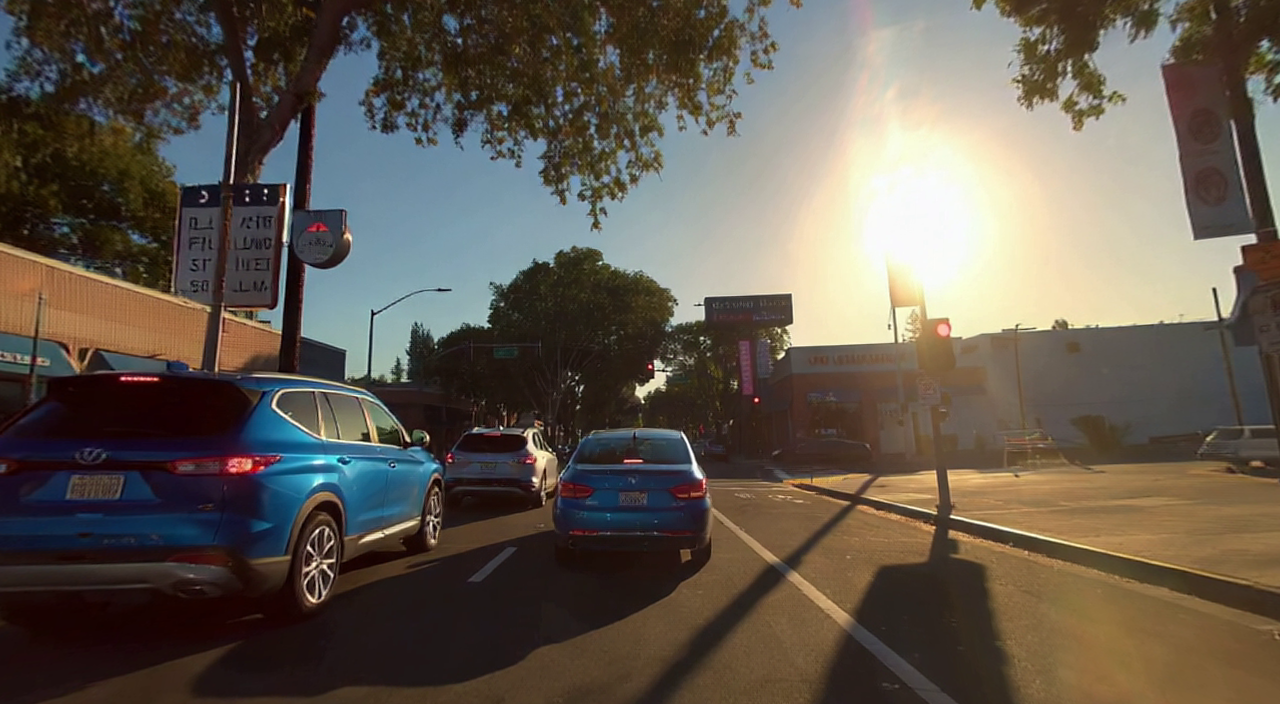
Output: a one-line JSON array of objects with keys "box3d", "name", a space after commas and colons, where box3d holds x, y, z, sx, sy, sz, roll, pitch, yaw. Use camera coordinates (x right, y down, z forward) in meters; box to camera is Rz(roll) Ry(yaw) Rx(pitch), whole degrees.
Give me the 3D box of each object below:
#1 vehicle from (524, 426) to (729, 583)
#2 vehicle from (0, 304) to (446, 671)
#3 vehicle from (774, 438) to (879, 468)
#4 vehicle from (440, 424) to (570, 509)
[{"box3d": [-0.160, 1.777, 8.174, 1.966, 1.481, 4.146, 0, -8, -1], "name": "vehicle"}, {"box3d": [-3.811, 1.129, 6.213, 2.152, 2.118, 5.066, 0, -8, 0], "name": "vehicle"}, {"box3d": [9.574, 5.228, 32.496, 4.809, 1.476, 1.845, 0, -8, -2], "name": "vehicle"}, {"box3d": [-2.923, 2.595, 14.608, 2.047, 1.664, 4.148, 0, -8, 1], "name": "vehicle"}]
